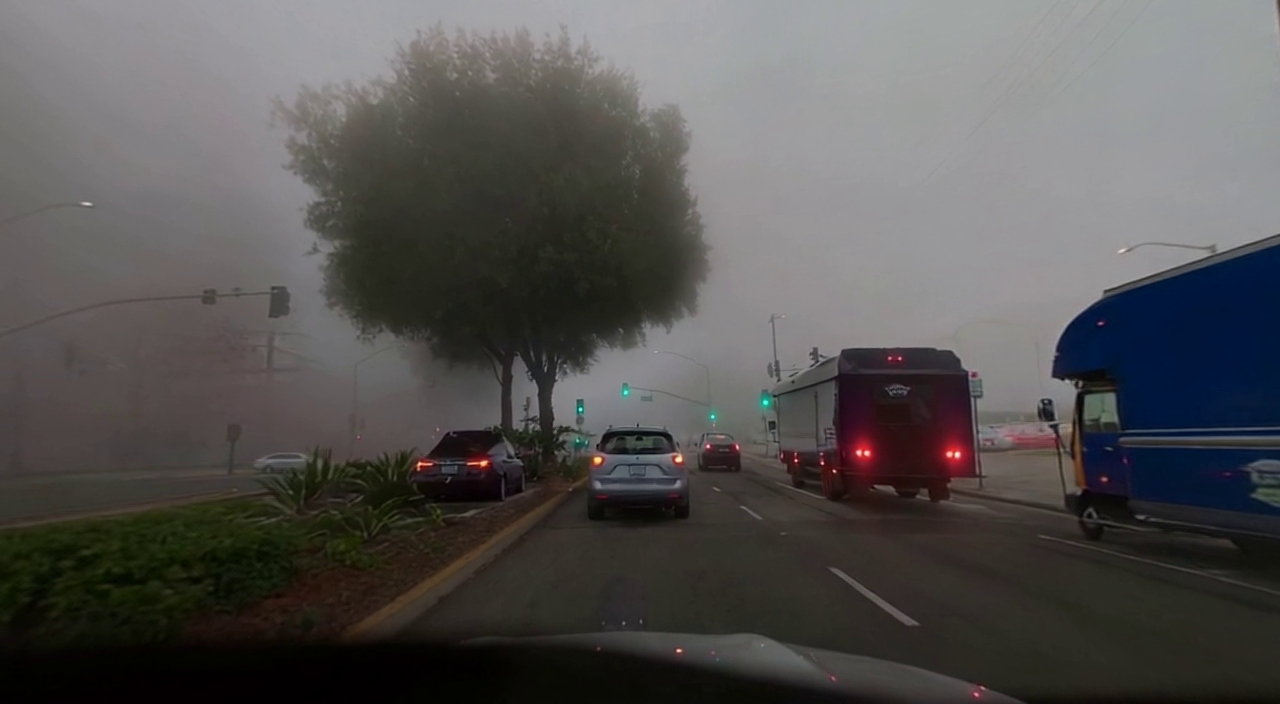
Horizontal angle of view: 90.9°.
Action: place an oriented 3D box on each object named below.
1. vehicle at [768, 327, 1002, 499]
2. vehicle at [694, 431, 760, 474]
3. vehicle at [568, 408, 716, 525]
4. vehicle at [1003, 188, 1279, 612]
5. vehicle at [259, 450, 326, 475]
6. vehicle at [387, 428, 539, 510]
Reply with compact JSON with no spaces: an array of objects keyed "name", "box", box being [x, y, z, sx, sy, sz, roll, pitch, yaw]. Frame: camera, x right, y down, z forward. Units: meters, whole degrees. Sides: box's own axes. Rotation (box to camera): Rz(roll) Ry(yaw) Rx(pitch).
[{"name":"vehicle","box":[6.618,2.113,19.575,2.816,3.804,10.315,-3,-8,-1]},{"name":"vehicle","box":[3.340,3.968,25.142,2.075,1.540,4.411,-1,-8,1]},{"name":"vehicle","box":[0.050,2.000,11.474,2.209,1.718,4.008,0,-8,1]},{"name":"vehicle","box":[6.577,0.344,4.798,2.891,3.361,7.843,0,-8,0]},{"name":"vehicle","box":[-22.789,7.225,41.575,1.824,1.470,4.486,-1,-8,1]},{"name":"vehicle","box":[-3.634,2.488,13.908,2.008,1.500,4.369,0,-8,1]}]
